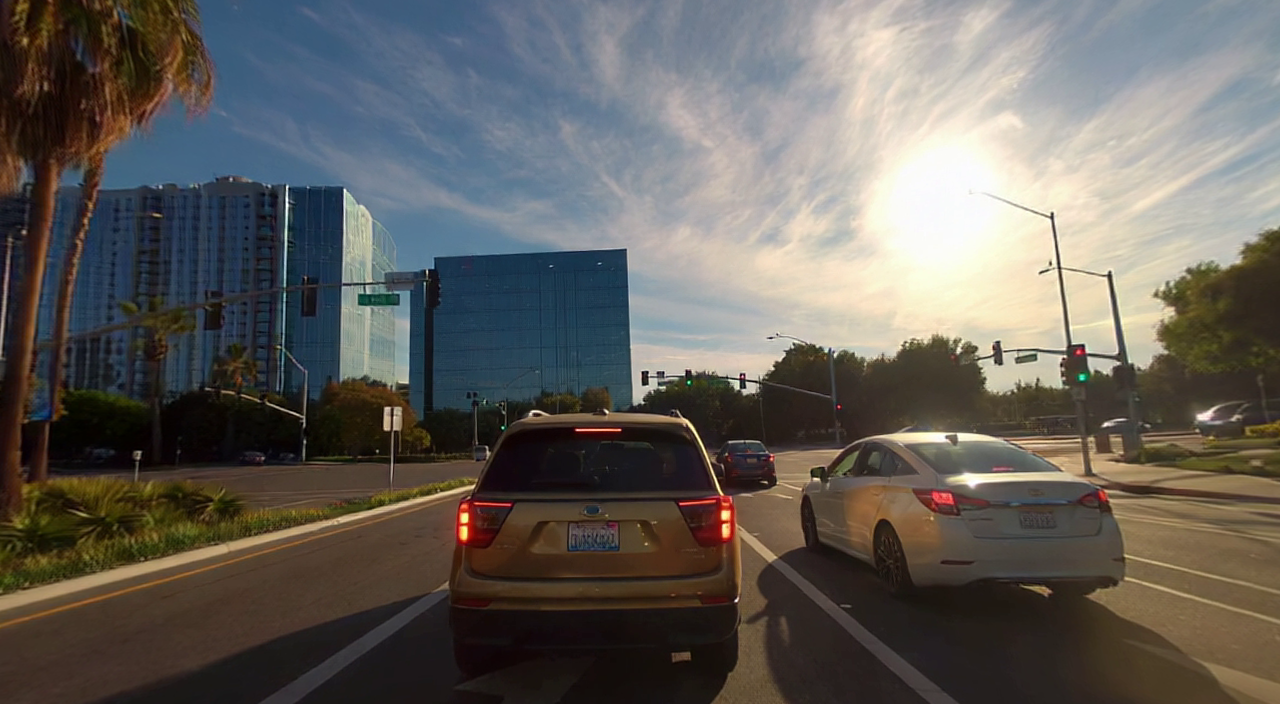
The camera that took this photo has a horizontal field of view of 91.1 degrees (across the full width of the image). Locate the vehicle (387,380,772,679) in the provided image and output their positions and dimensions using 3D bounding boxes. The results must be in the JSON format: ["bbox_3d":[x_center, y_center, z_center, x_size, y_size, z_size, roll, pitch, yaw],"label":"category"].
[{"bbox_3d":[-0.347,1.307,5.671,2.172,1.694,4.055,0,-8,0],"label":"vehicle"}]

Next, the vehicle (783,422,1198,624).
[{"bbox_3d":[3.106,1.597,6.939,1.971,1.473,4.495,0,-8,0],"label":"vehicle"}]
